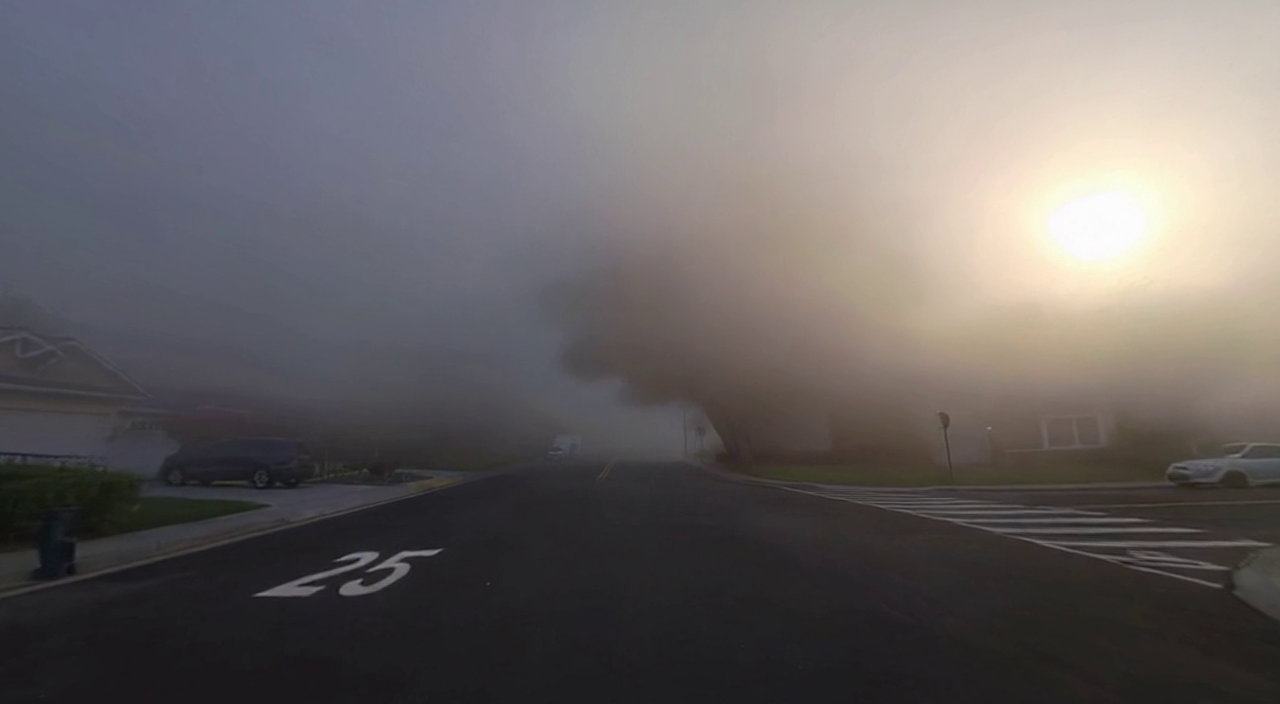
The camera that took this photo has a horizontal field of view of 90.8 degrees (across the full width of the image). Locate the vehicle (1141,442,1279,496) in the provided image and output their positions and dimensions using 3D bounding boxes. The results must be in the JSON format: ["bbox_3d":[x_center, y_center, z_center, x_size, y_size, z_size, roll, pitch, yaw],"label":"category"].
[{"bbox_3d":[19.959,3.865,21.100,4.607,1.694,2.106,0,-9,-2],"label":"vehicle"}]

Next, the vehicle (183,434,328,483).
[{"bbox_3d":[-13.694,3.825,22.671,3.921,1.629,1.832,0,-10,1],"label":"vehicle"}]
